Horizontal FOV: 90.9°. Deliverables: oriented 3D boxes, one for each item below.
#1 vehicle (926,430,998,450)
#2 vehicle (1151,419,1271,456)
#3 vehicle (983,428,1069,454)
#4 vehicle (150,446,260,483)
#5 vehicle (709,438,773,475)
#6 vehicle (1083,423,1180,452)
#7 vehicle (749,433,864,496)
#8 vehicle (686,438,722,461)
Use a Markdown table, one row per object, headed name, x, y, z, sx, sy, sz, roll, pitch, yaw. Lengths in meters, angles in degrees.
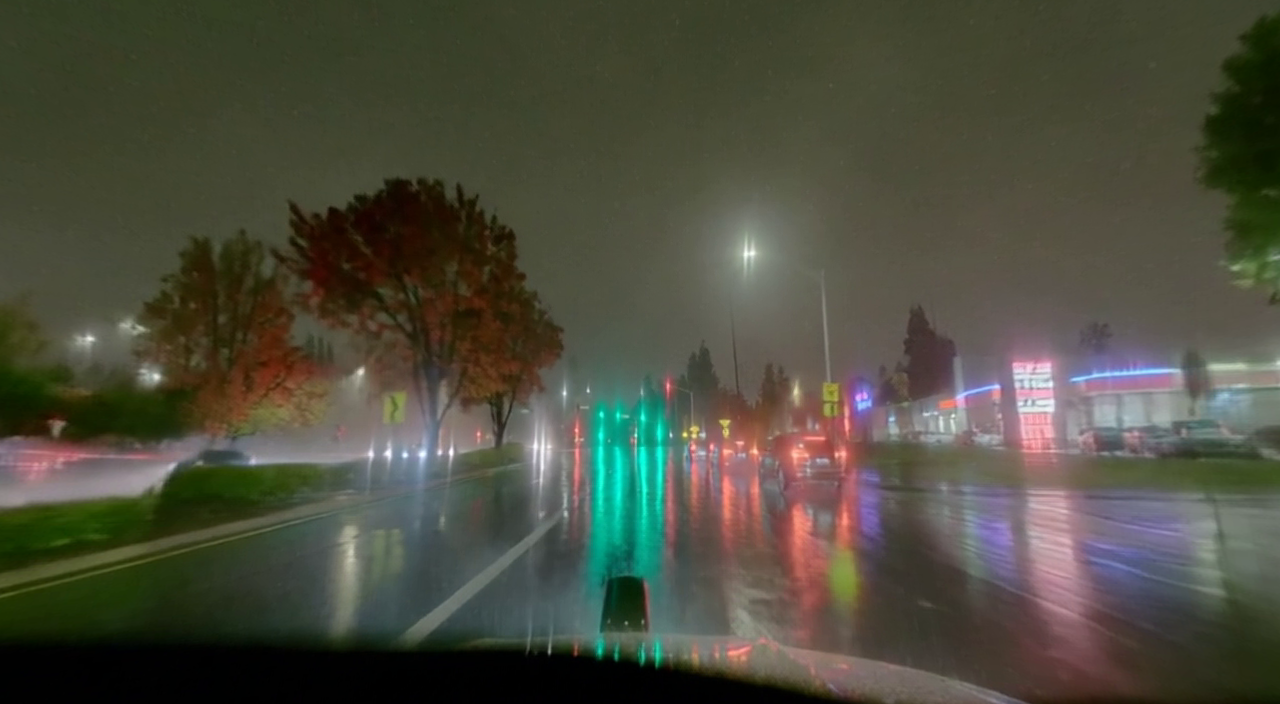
| name | x | y | z | sx | sy | sz | roll | pitch | yaw |
| --- | --- | --- | --- | --- | --- | --- | --- | --- | --- |
| vehicle | 24.120 | 6.624 | 47.410 | 1.826 | 1.424 | 4.544 | 4 | -9 | -28 |
| vehicle | 29.036 | 4.330 | 32.329 | 1.811 | 1.664 | 5.065 | -3 | -7 | 6 |
| vehicle | 23.697 | 5.483 | 38.782 | 1.837 | 1.536 | 4.036 | 6 | -10 | -37 |
| vehicle | -20.787 | 5.358 | 30.421 | 1.936 | 1.603 | 4.714 | 0 | -8 | 0 |
| vehicle | 4.190 | 4.395 | 26.817 | 1.872 | 1.431 | 4.270 | 0 | -8 | -1 |
| vehicle | 29.168 | 5.100 | 37.498 | 1.859 | 1.515 | 3.978 | -1 | -8 | -26 |
| vehicle | 4.308 | 2.964 | 17.025 | 1.913 | 1.463 | 4.198 | 0 | -8 | -1 |
| vehicle | 4.325 | 6.625 | 43.205 | 1.939 | 1.474 | 4.716 | 0 | -8 | -1 |
